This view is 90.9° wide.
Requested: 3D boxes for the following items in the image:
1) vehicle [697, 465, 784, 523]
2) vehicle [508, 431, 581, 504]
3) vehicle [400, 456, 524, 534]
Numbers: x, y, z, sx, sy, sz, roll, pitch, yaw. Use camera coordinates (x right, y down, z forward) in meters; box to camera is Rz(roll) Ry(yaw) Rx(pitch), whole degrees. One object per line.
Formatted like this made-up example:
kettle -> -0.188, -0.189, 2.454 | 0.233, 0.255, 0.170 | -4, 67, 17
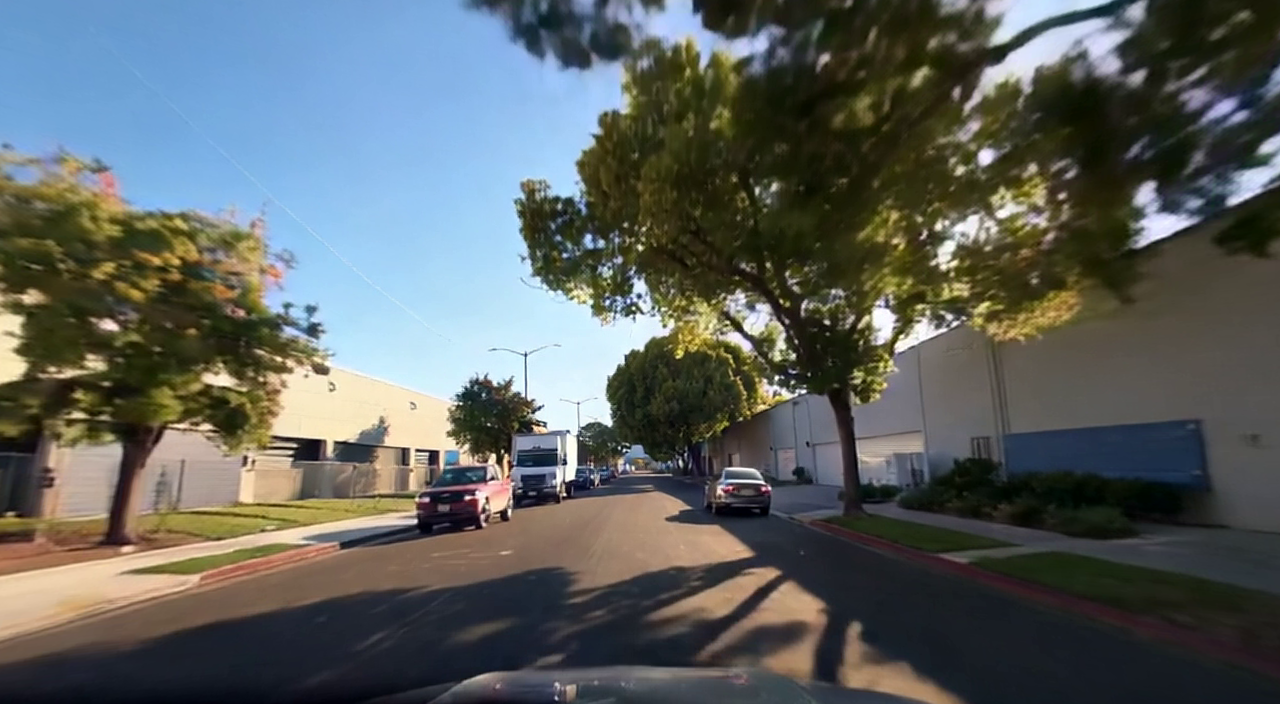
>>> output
vehicle -> 2.739, 3.984, 18.023 | 1.819, 1.446, 3.909 | 1, -11, 0
vehicle -> -3.924, 4.952, 27.024 | 2.242, 2.726, 5.581 | 1, -11, -1
vehicle -> -4.114, 3.377, 15.225 | 1.835, 1.625, 3.674 | 0, -11, 1
